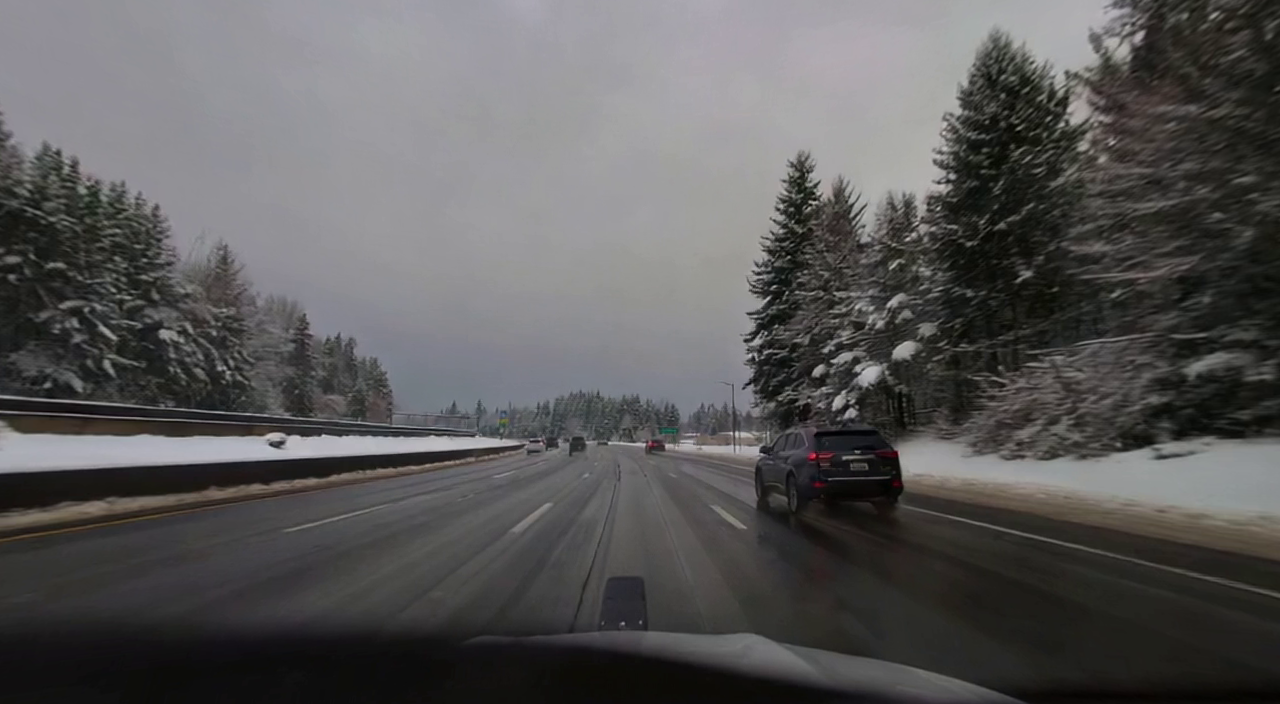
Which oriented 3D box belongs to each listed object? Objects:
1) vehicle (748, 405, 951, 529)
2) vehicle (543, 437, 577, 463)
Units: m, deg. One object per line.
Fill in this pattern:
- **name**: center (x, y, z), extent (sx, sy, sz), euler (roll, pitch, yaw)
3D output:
- **vehicle**: center (3.443, 1.990, 11.422), extent (2.043, 1.795, 4.347), euler (0, -8, -2)
- **vehicle**: center (-5.441, 6.711, 43.341), extent (2.064, 1.645, 4.286), euler (1, -8, -4)
